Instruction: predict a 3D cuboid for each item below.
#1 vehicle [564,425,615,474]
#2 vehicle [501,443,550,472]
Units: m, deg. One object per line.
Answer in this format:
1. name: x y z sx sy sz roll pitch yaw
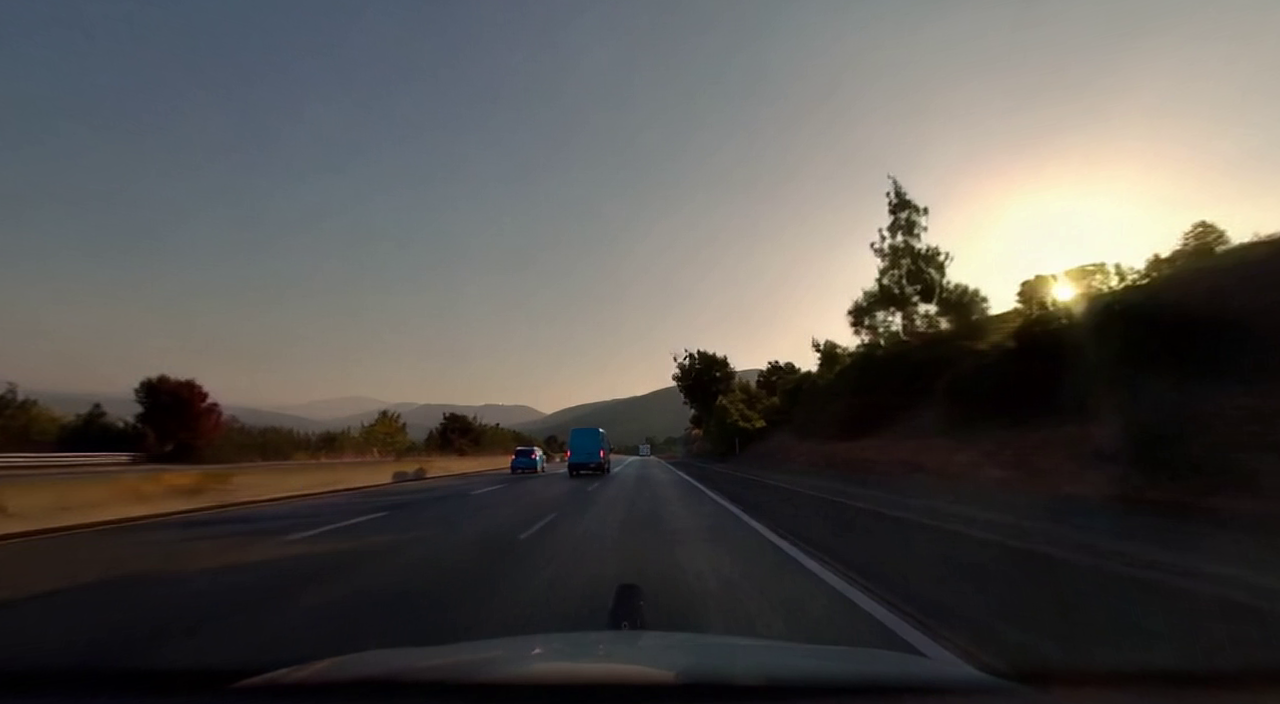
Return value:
1. vehicle: -2.814 5.694 36.800 2.437 2.565 5.829 0 -9 1
2. vehicle: -7.066 6.585 39.431 2.164 1.664 4.252 0 -9 1
